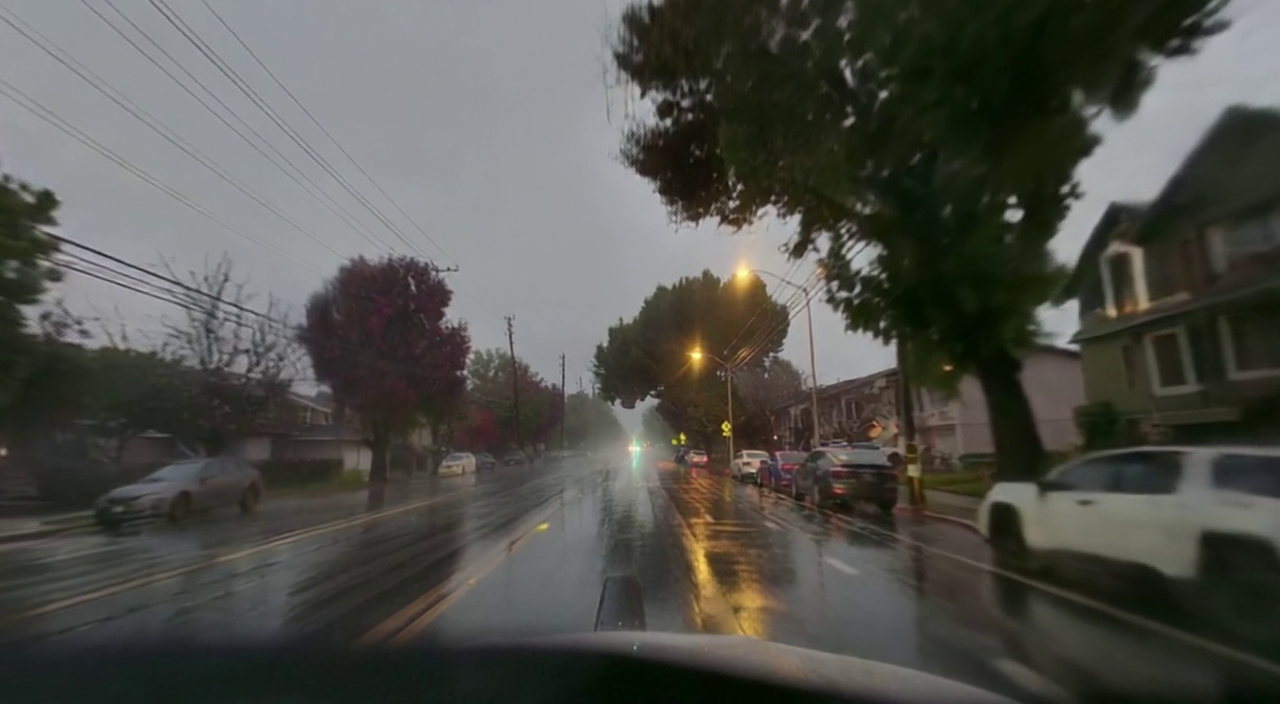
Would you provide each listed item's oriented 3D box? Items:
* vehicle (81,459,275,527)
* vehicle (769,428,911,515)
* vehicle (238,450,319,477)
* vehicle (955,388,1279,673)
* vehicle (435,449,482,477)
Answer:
[{"bbox_3d":[-12.168,3.702,17.024,1.865,1.479,4.325,0,-8,2],"label":"vehicle"},{"bbox_3d":[4.980,3.047,16.545,2.123,1.928,4.752,0,-9,-1],"label":"vehicle"},{"bbox_3d":[-22.223,6.875,38.788,3.745,1.598,1.927,1,-9,-4],"label":"vehicle"},{"bbox_3d":[5.220,1.430,5.852,2.033,1.845,4.940,0,-9,0],"label":"vehicle"},{"bbox_3d":[-12.321,7.572,43.030,1.999,1.650,4.381,-3,-9,-2],"label":"vehicle"}]
